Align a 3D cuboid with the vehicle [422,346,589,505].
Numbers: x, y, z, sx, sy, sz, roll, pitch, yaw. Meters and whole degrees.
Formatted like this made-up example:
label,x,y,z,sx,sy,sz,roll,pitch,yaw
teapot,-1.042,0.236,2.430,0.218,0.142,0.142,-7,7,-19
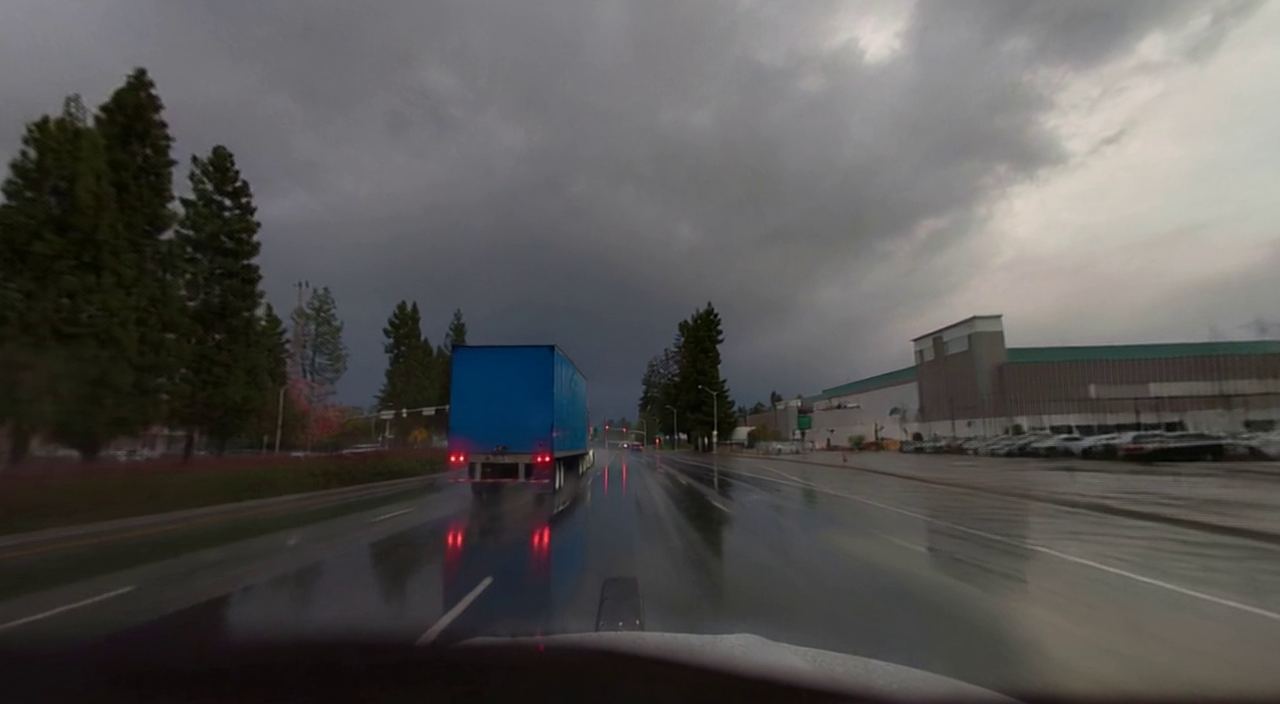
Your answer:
label,x,y,z,sx,sy,sz,roll,pitch,yaw
vehicle,-3.231,2.179,17.884,2.910,3.419,8.376,0,-8,0
